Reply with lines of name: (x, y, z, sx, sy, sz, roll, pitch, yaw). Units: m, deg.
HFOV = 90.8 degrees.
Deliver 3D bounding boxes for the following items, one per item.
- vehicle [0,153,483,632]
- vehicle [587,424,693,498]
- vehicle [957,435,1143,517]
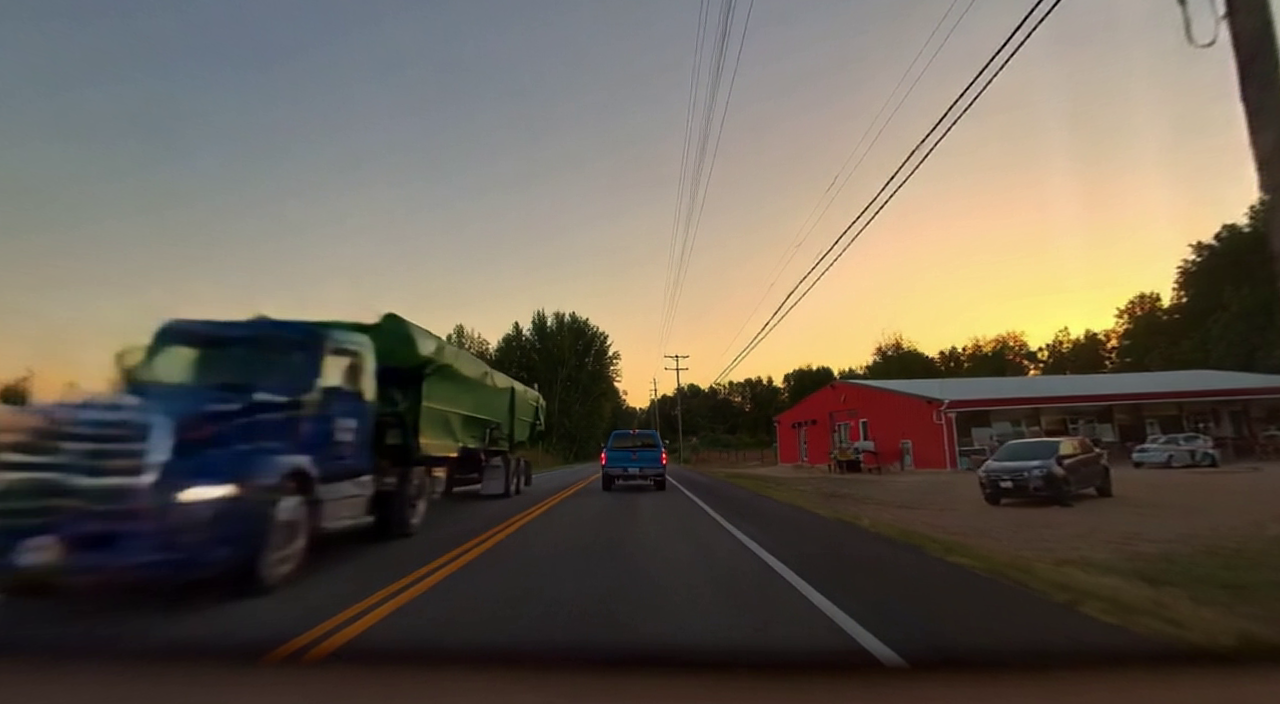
vehicle: (-4.803, 0.821, 9.147, 3.063, 3.986, 7.883, 0, -9, -1)
vehicle: (-0.032, 3.584, 21.257, 2.921, 2.031, 7.416, 0, -9, -1)
vehicle: (10.645, 3.074, 16.248, 5.304, 1.754, 2.340, 7, -11, -39)
